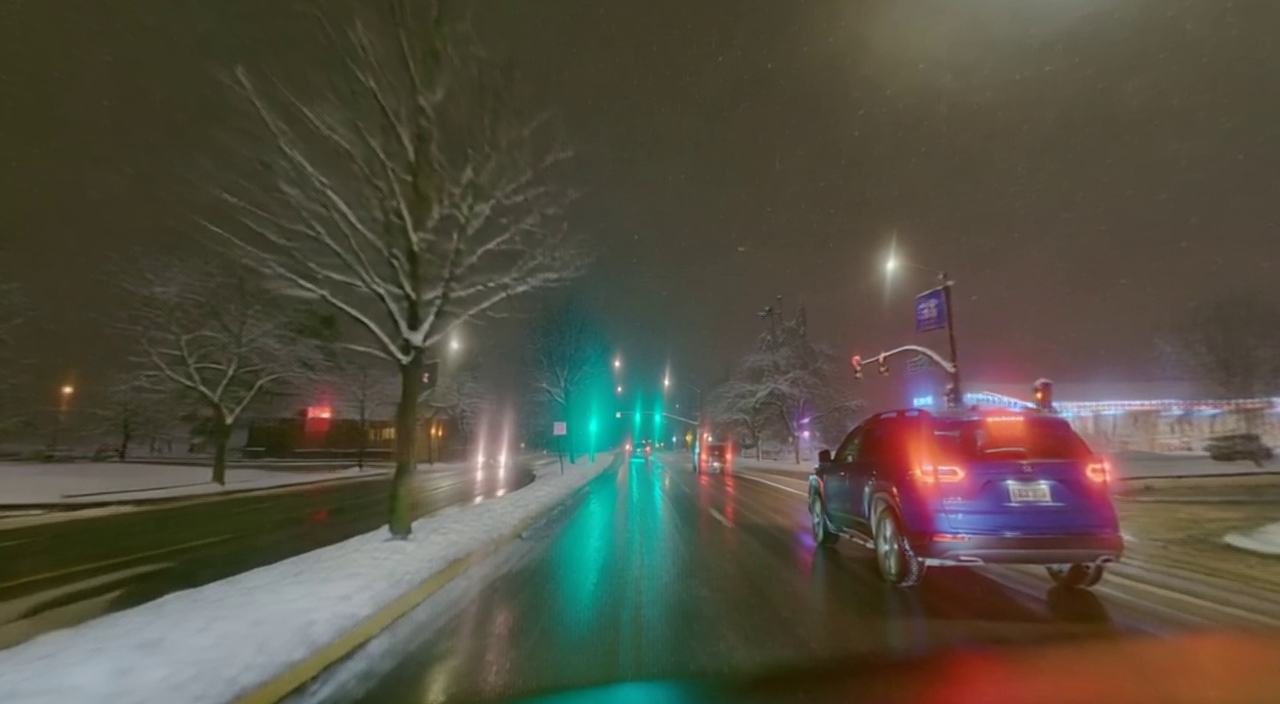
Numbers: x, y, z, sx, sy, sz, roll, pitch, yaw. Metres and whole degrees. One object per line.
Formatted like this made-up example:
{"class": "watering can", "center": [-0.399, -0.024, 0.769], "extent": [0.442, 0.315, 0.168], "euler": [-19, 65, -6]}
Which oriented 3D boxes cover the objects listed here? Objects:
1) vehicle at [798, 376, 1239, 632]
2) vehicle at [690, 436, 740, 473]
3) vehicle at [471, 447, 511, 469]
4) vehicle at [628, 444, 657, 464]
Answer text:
{"class": "vehicle", "center": [3.321, 1.427, 6.848], "extent": [2.033, 1.865, 4.360], "euler": [0, -8, 0]}
{"class": "vehicle", "center": [3.903, 5.453, 33.710], "extent": [2.085, 1.828, 5.383], "euler": [0, -8, 1]}
{"class": "vehicle", "center": [-10.700, 7.653, 45.486], "extent": [1.932, 1.483, 4.246], "euler": [0, -8, -2]}
{"class": "vehicle", "center": [0.200, 7.794, 48.386], "extent": [2.131, 1.474, 4.146], "euler": [0, -8, 0]}
